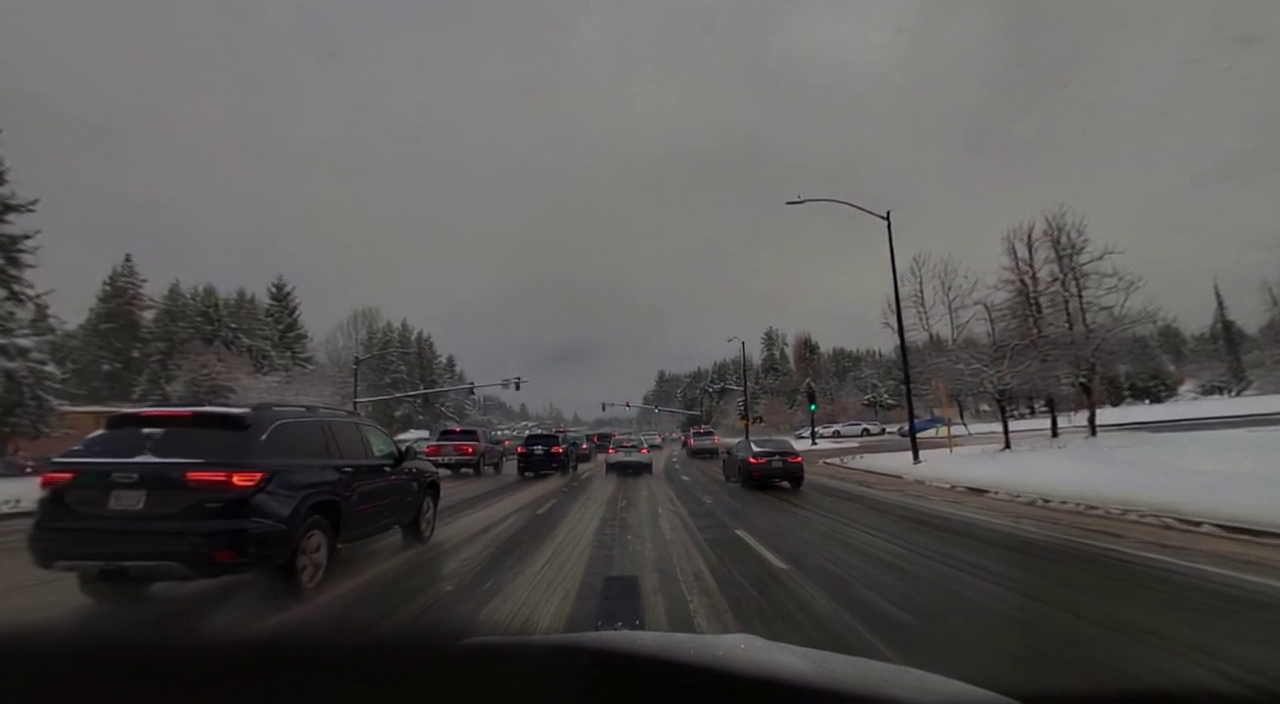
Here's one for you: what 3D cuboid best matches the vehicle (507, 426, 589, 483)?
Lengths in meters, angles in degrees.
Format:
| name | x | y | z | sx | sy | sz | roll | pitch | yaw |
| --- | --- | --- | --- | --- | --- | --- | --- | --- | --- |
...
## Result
| name | x | y | z | sx | sy | sz | roll | pitch | yaw |
| --- | --- | --- | --- | --- | --- | --- | --- | --- | --- |
| vehicle | -3.174 | 3.682 | 22.854 | 2.218 | 1.829 | 4.492 | 0 | -8 | 1 |

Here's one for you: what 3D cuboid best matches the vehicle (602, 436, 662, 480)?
| name | x | y | z | sx | sy | sz | roll | pitch | yaw |
| --- | --- | --- | --- | --- | --- | --- | --- | --- | --- |
| vehicle | -0.247 | 3.910 | 23.555 | 2.030 | 1.477 | 4.330 | 0 | -8 | 0 |

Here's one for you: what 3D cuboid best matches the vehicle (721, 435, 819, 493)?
| name | x | y | z | sx | sy | sz | roll | pitch | yaw |
| --- | --- | --- | --- | --- | --- | --- | --- | --- | --- |
| vehicle | 3.635 | 3.197 | 18.443 | 1.884 | 1.463 | 4.195 | 0 | -8 | -1 |

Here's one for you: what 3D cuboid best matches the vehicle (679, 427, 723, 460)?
| name | x | y | z | sx | sy | sz | roll | pitch | yaw |
| --- | --- | --- | --- | --- | --- | --- | --- | --- | --- |
| vehicle | 3.627 | 5.549 | 38.389 | 2.099 | 1.845 | 4.363 | 0 | -8 | -1 |

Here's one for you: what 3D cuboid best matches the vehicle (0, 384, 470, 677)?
| name | x | y | z | sx | sy | sz | roll | pitch | yaw |
| --- | --- | --- | --- | --- | --- | --- | --- | --- | --- |
| vehicle | -3.531 | 1.455 | 6.502 | 2.111 | 1.745 | 5.274 | 0 | -8 | 0 |
